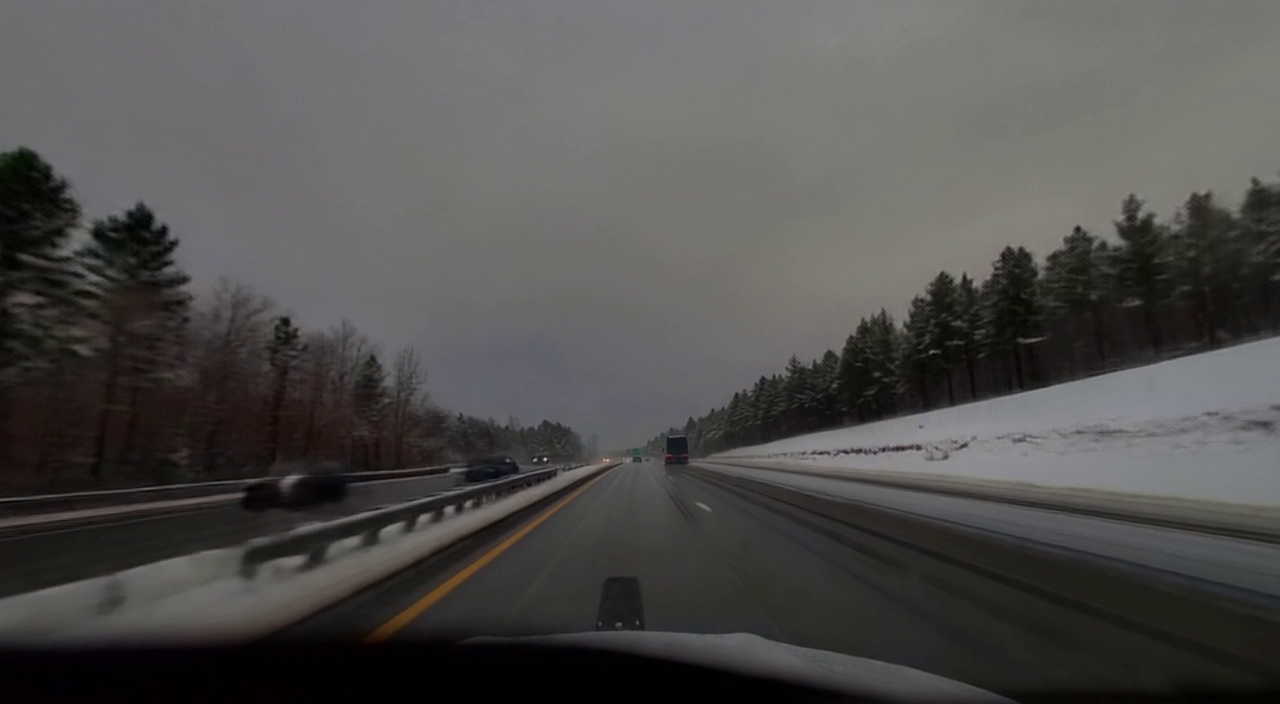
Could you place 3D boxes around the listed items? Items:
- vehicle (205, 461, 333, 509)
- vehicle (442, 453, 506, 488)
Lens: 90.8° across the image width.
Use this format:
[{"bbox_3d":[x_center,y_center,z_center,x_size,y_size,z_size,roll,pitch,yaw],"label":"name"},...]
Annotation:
[{"bbox_3d":[-11.776,4.216,20.359,1.824,1.323,3.790,0,-9,0],"label":"vehicle"},{"bbox_3d":[-7.517,5.411,29.039,1.788,1.451,4.386,0,-9,0],"label":"vehicle"}]
